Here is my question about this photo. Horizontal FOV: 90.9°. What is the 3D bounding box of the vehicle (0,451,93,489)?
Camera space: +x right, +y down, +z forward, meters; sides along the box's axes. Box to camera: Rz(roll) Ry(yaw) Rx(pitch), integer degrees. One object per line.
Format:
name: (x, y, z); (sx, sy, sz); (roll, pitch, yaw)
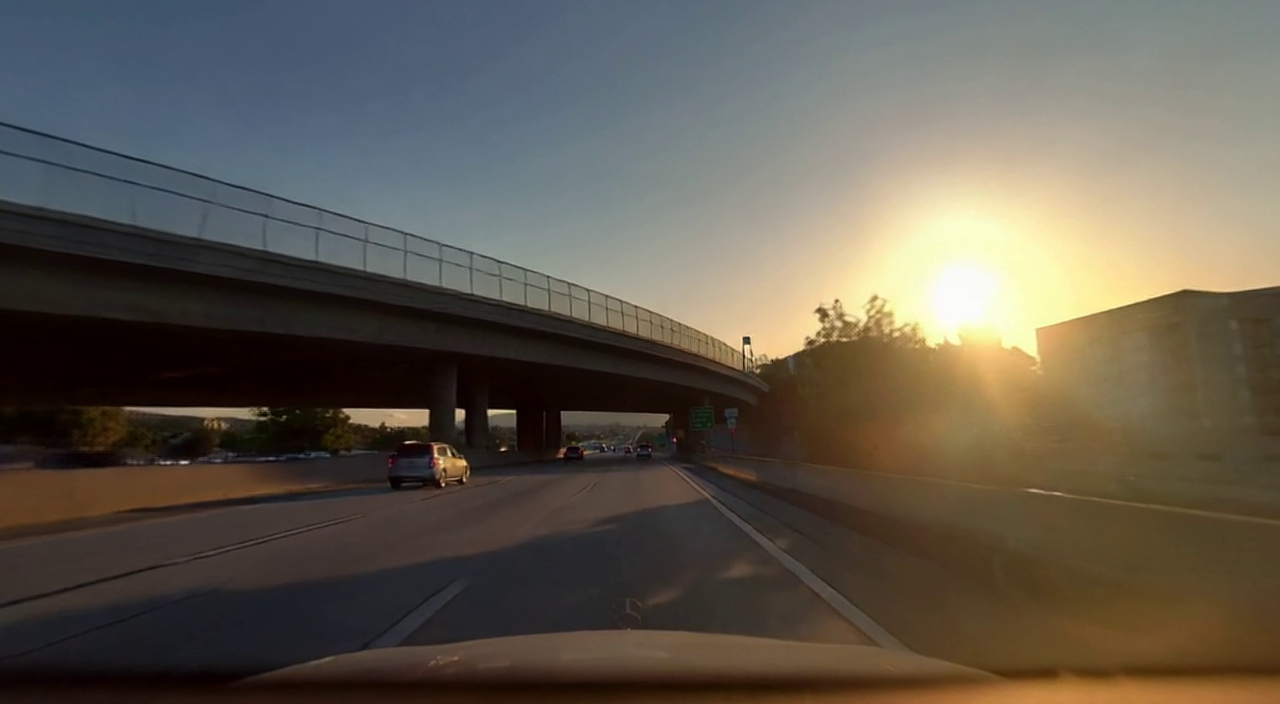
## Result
vehicle: (-28.650, 5.450, 29.475); (1.968, 1.600, 4.581); (0, -8, 0)

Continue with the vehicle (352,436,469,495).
vehicle: (-7.250, 3.627, 20.502); (2.088, 1.678, 4.426); (0, -8, 1)
